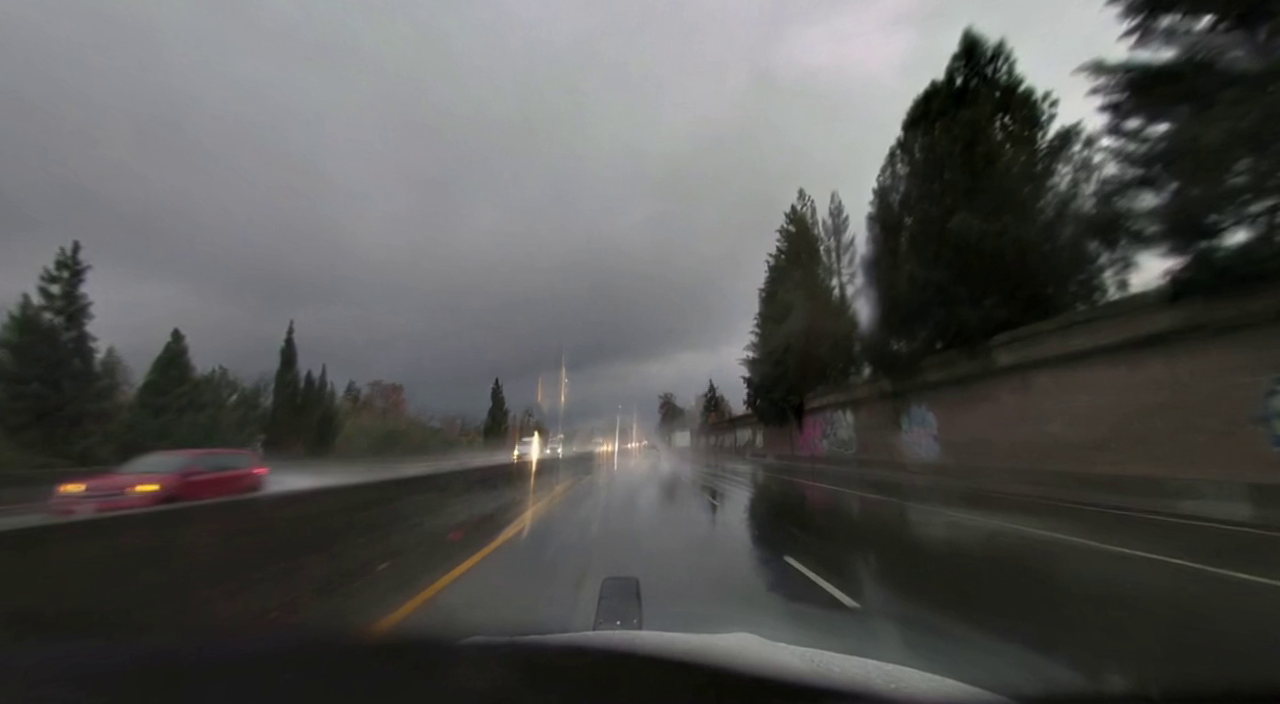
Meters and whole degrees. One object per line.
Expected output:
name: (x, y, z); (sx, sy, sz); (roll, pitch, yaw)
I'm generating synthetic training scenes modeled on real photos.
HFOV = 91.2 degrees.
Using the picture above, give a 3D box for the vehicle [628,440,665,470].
vehicle: (0.340, 6.124, 37.401); (2.095, 1.671, 4.219); (0, -9, -1)

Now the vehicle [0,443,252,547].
vehicle: (-9.465, 2.465, 11.480); (2.087, 1.520, 4.147); (0, -9, -1)
